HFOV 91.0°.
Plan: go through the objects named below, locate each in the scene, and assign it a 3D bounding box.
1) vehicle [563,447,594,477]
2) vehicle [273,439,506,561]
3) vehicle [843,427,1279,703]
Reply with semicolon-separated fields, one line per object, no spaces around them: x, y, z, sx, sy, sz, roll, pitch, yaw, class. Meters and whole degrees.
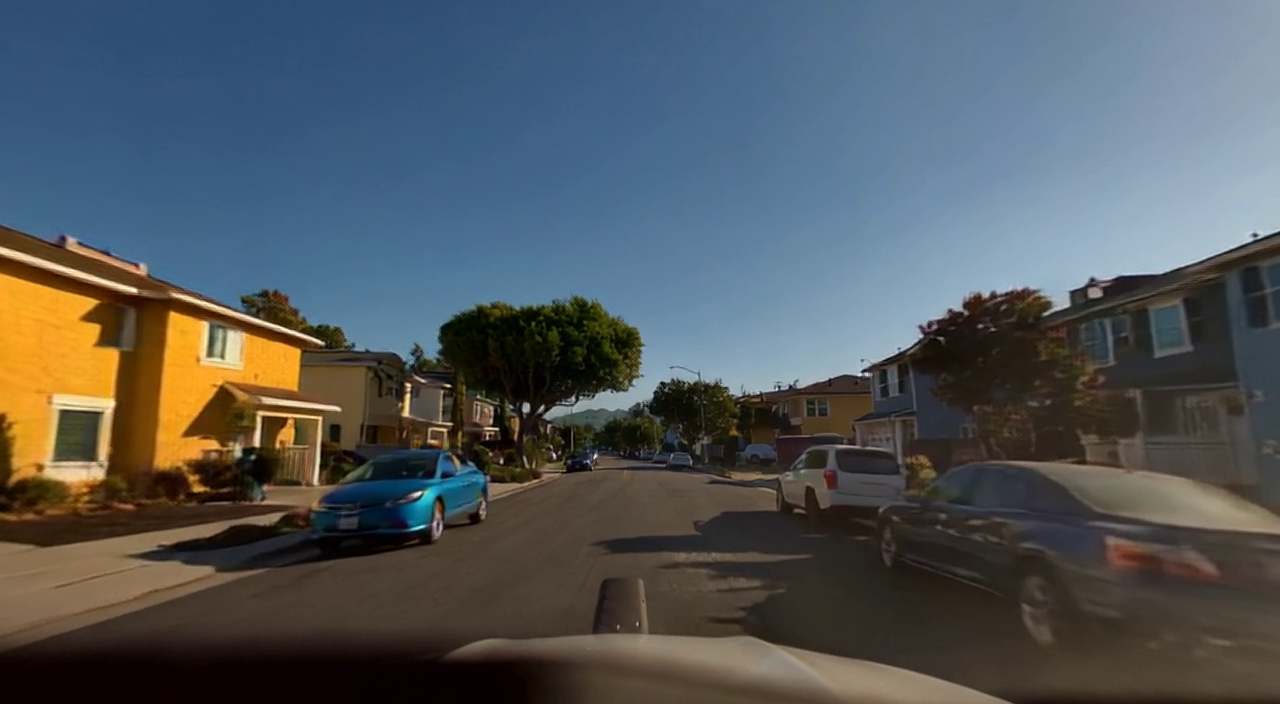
-4.634;8.377;48.232;2.230;1.782;4.628;0;-4;-4;vehicle
-3.845;2.297;10.743;2.089;1.508;4.537;2;-7;0;vehicle
3.410;1.472;5.394;1.888;1.484;4.476;0;-9;1;vehicle
